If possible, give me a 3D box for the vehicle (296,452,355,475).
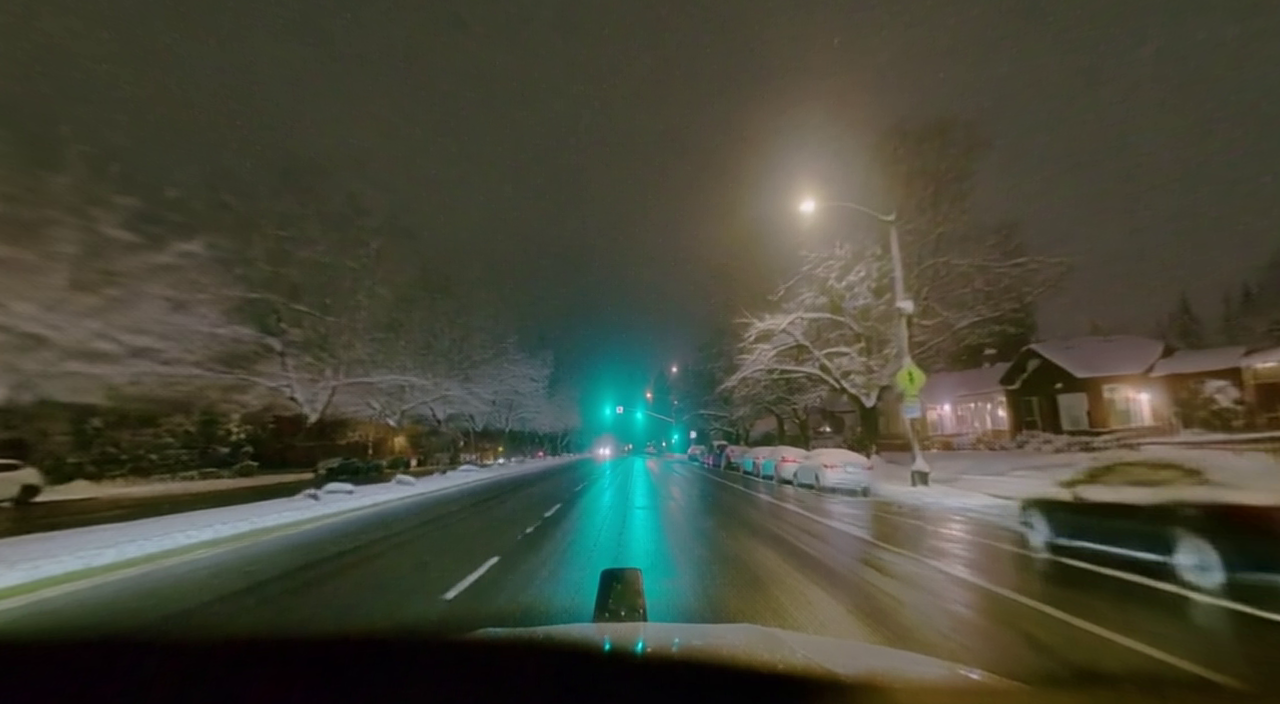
[{"bbox_3d":[-22.221,7.848,44.594,1.902,1.478,4.755,0,-9,-2],"label":"vehicle"}]

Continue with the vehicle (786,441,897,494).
[{"bbox_3d":[6.338,3.684,20.423,1.922,1.494,4.772,0,-9,-2],"label":"vehicle"}]

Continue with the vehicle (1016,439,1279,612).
[{"bbox_3d":[6.325,1.676,6.689,1.845,1.446,4.367,0,-9,-1],"label":"vehicle"}]

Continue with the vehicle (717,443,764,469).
[{"bbox_3d":[6.158,6.442,39.011,1.945,1.481,4.421,0,-9,-3],"label":"vehicle"}]
